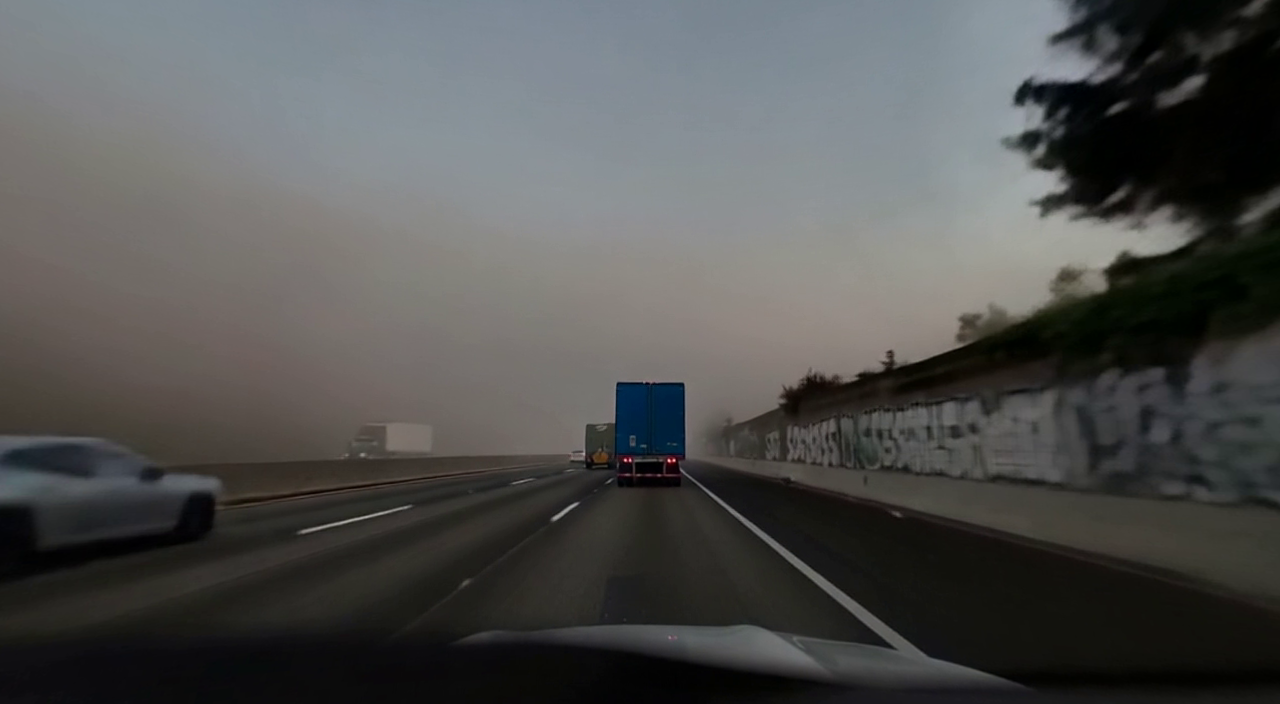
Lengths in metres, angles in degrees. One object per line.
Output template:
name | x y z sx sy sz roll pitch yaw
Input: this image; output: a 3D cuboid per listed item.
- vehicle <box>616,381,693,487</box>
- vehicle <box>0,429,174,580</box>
vehicle | 0.607 3.993 29.958 2.997 4.069 10.871 0 -9 1
vehicle | -7.560 1.543 6.317 1.998 1.529 4.850 0 -9 1
